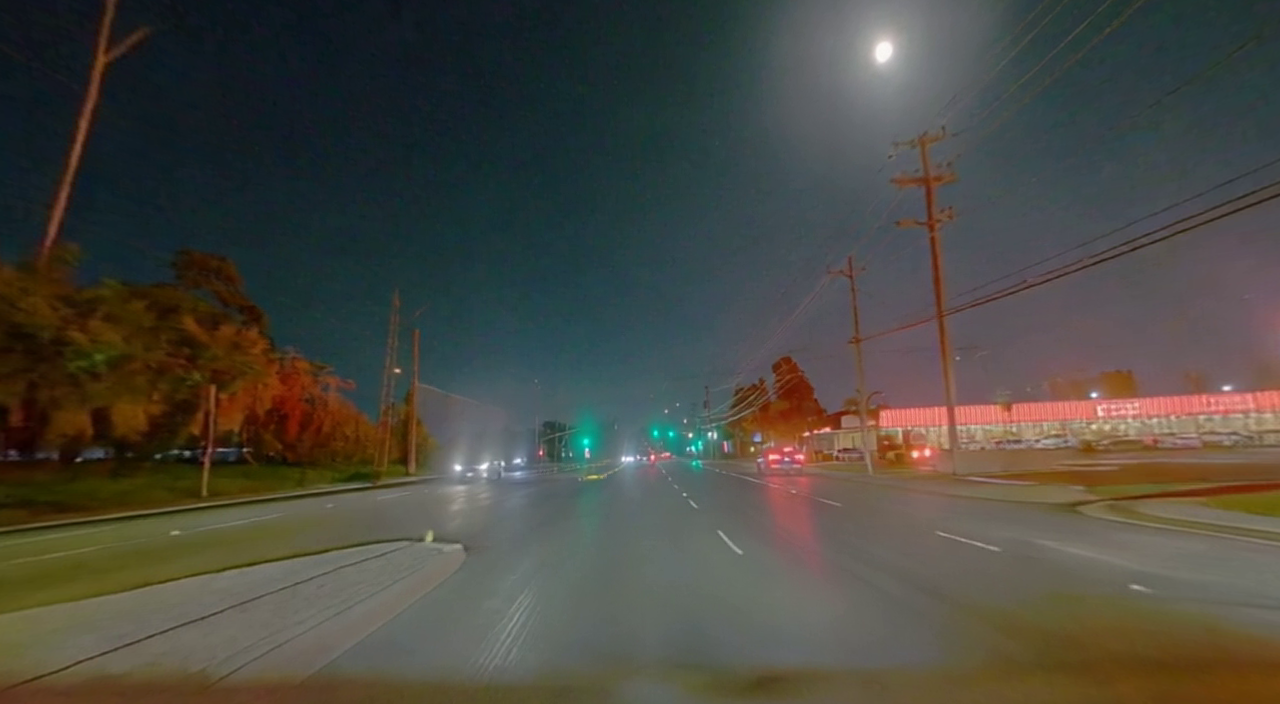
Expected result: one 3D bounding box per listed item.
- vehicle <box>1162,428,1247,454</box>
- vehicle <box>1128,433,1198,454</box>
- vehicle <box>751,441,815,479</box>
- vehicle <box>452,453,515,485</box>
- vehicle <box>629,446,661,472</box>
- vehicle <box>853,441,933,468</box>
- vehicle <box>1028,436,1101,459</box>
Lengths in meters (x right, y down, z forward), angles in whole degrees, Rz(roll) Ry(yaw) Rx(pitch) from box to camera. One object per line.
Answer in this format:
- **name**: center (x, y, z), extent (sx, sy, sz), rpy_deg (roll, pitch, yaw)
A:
- **vehicle**: center (43.959, 6.955, 49.188), extent (2.178, 1.910, 4.805), rpy_deg (0, -8, 2)
- **vehicle**: center (41.292, 7.264, 49.878), extent (1.840, 1.574, 4.197), rpy_deg (0, -8, -2)
- **vehicle**: center (7.121, 5.428, 31.917), extent (2.252, 1.718, 4.617), rpy_deg (0, -9, 1)
- **vehicle**: center (-8.303, 6.230, 33.817), extent (2.158, 1.532, 4.609), rpy_deg (0, -9, 1)
- **vehicle**: center (0.387, 7.357, 43.563), extent (2.138, 1.702, 4.168), rpy_deg (0, -9, 1)
- **vehicle**: center (18.856, 7.624, 47.019), extent (5.097, 1.689, 1.958), rpy_deg (-2, -6, 0)
- **vehicle**: center (33.183, 7.507, 49.289), extent (4.194, 1.724, 1.946), rpy_deg (-1, -9, 2)
